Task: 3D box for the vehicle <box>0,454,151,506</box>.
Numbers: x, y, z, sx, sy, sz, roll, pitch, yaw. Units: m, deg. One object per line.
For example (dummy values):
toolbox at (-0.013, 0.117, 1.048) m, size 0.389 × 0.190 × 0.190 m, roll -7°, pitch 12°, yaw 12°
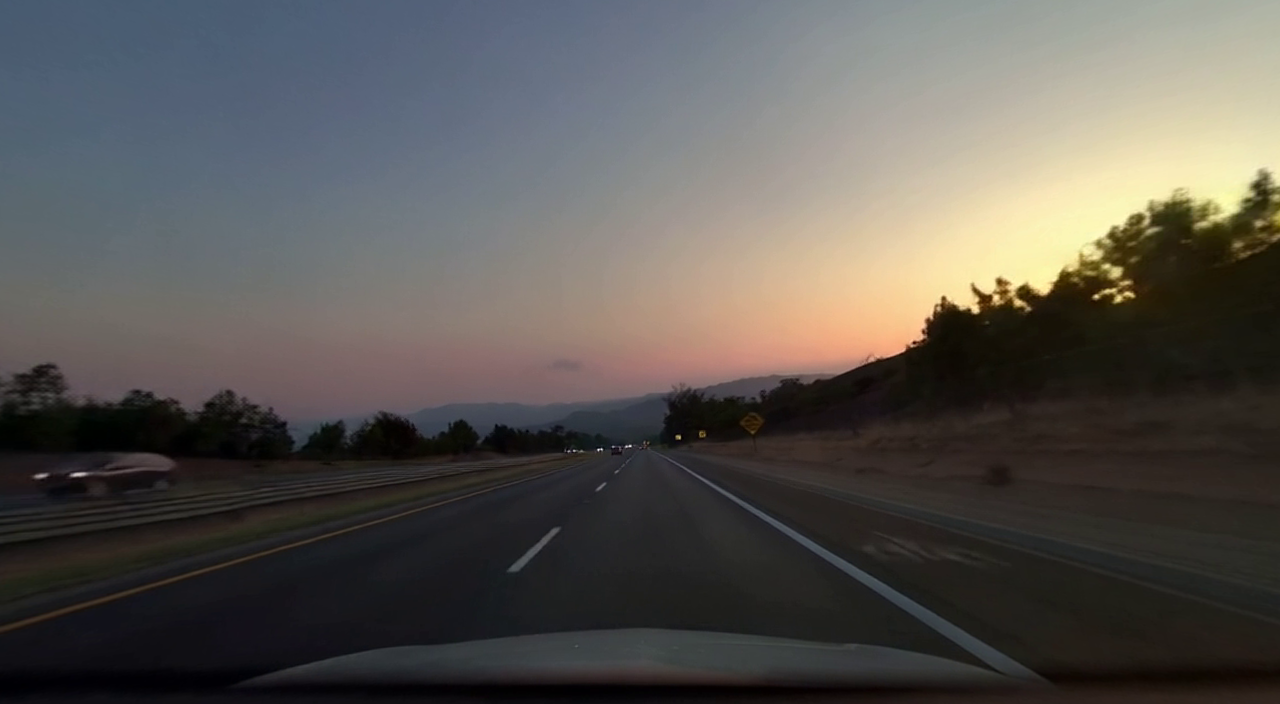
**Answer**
vehicle at (-19.140, 4.189, 21.085) m, size 1.878 × 1.448 × 4.573 m, roll 0°, pitch -9°, yaw 1°
